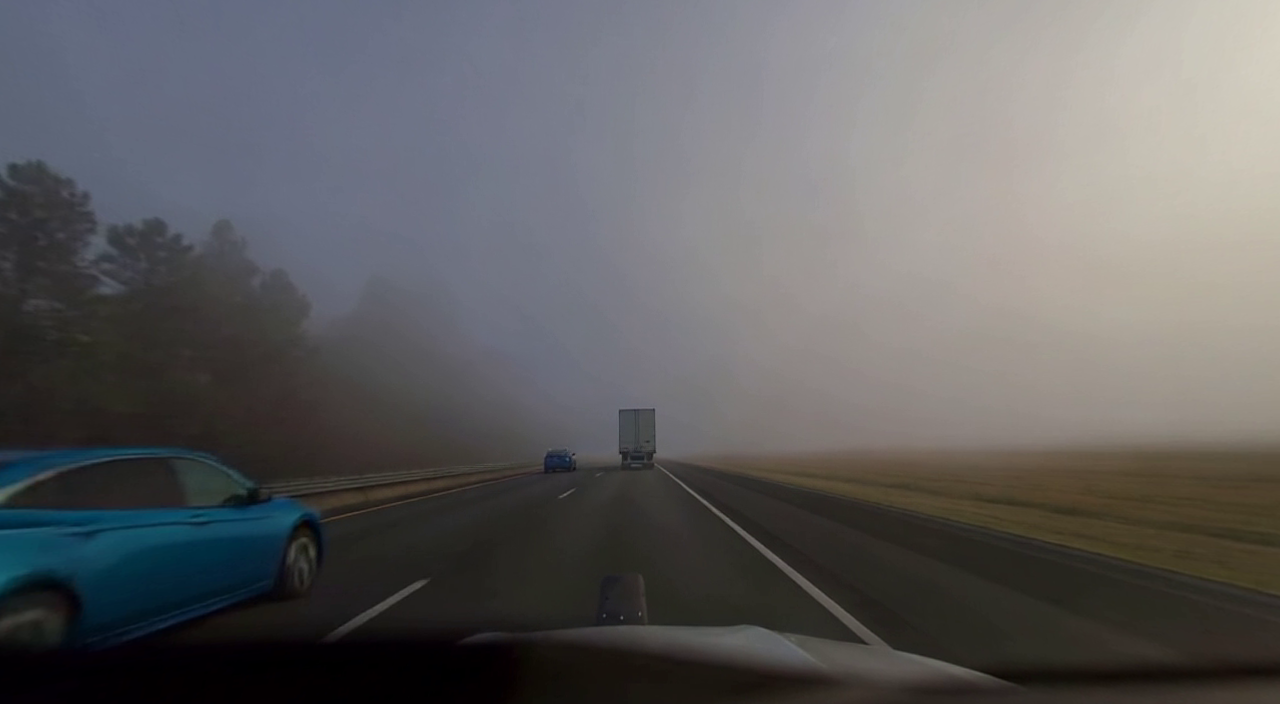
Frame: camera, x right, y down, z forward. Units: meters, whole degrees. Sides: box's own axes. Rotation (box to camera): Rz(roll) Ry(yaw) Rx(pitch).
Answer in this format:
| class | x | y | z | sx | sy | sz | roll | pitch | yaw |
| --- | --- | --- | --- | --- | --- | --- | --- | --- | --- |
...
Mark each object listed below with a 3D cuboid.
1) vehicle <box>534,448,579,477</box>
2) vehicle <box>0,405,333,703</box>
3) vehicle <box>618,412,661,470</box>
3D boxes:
| class | x | y | z | sx | sy | sz | roll | pitch | yaw |
| --- | --- | --- | --- | --- | --- | --- | --- | --- | --- |
| vehicle | -4.469 | 5.992 | 34.416 | 1.937 | 1.493 | 3.779 | 0 | -9 | 0 |
| vehicle | -4.007 | 1.101 | 3.538 | 2.031 | 1.496 | 4.971 | 0 | -9 | 0 |
| vehicle | -0.071 | 7.120 | 49.874 | 2.995 | 4.028 | 10.508 | 0 | -9 | 0 |
